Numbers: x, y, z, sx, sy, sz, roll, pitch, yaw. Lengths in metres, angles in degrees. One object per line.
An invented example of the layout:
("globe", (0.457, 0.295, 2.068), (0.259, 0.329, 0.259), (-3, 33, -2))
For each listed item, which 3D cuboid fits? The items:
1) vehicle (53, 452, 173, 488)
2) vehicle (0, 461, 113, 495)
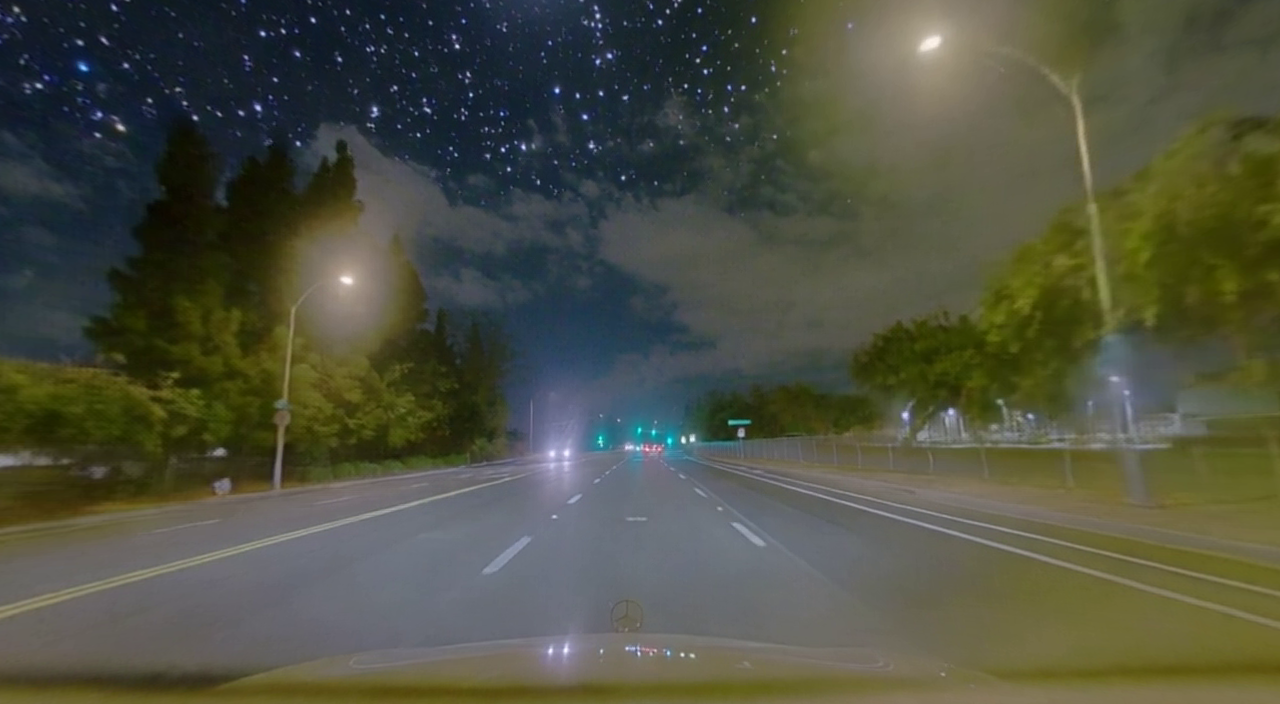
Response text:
("vehicle", (-26.476, 5.924, 31.877), (4.140, 1.635, 2.059), (-1, -8, -1))
("vehicle", (-27.241, 5.820, 29.322), (3.977, 1.453, 1.768), (-1, -9, 2))
